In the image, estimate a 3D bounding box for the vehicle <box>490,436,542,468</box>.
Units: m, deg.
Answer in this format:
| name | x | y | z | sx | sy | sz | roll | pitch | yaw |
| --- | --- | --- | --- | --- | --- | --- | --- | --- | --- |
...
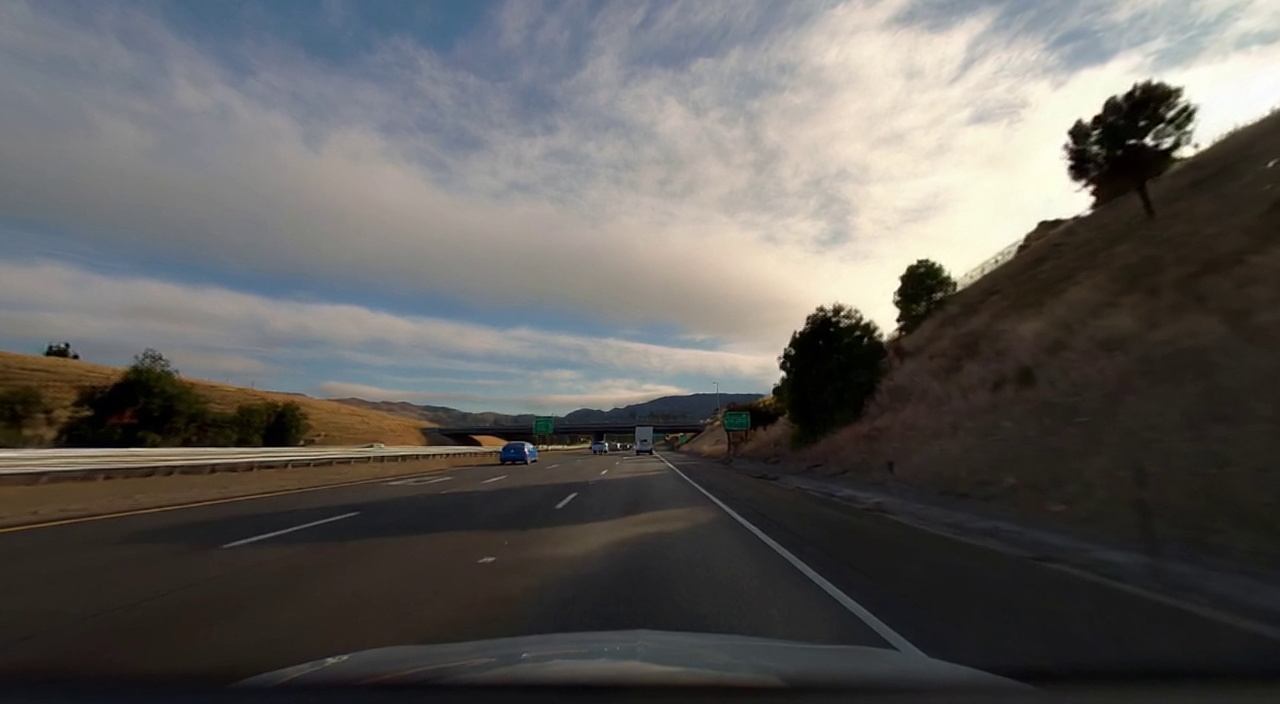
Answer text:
| name | x | y | z | sx | sy | sz | roll | pitch | yaw |
| --- | --- | --- | --- | --- | --- | --- | --- | --- | --- |
| vehicle | -7.180 | 5.853 | 36.886 | 2.070 | 1.738 | 4.733 | 0 | -8 | 0 |
